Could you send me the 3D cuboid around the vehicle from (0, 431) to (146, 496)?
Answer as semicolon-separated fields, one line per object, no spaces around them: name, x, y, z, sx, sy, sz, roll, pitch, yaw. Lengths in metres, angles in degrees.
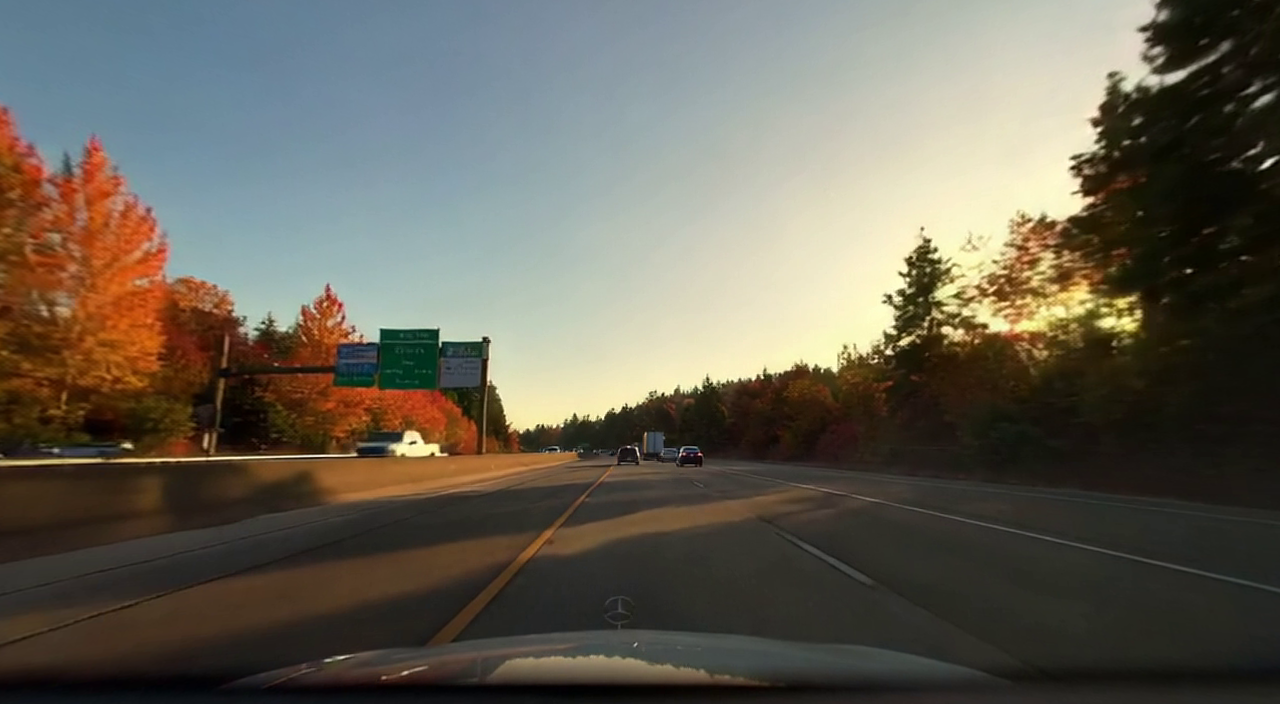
vehicle;-44.594;8.065;45.693;2.912;4.269;18.209;0;-9;-2

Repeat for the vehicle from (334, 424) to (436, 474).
vehicle;-8.884;3.435;22.252;1.922;1.561;4.160;0;-9;-1

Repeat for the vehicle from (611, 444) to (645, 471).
vehicle;-0.788;7.003;41.922;2.151;1.693;4.201;0;-9;-1

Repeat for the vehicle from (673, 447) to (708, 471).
vehicle;3.373;7.208;42.516;1.968;1.513;3.911;0;-9;-2
